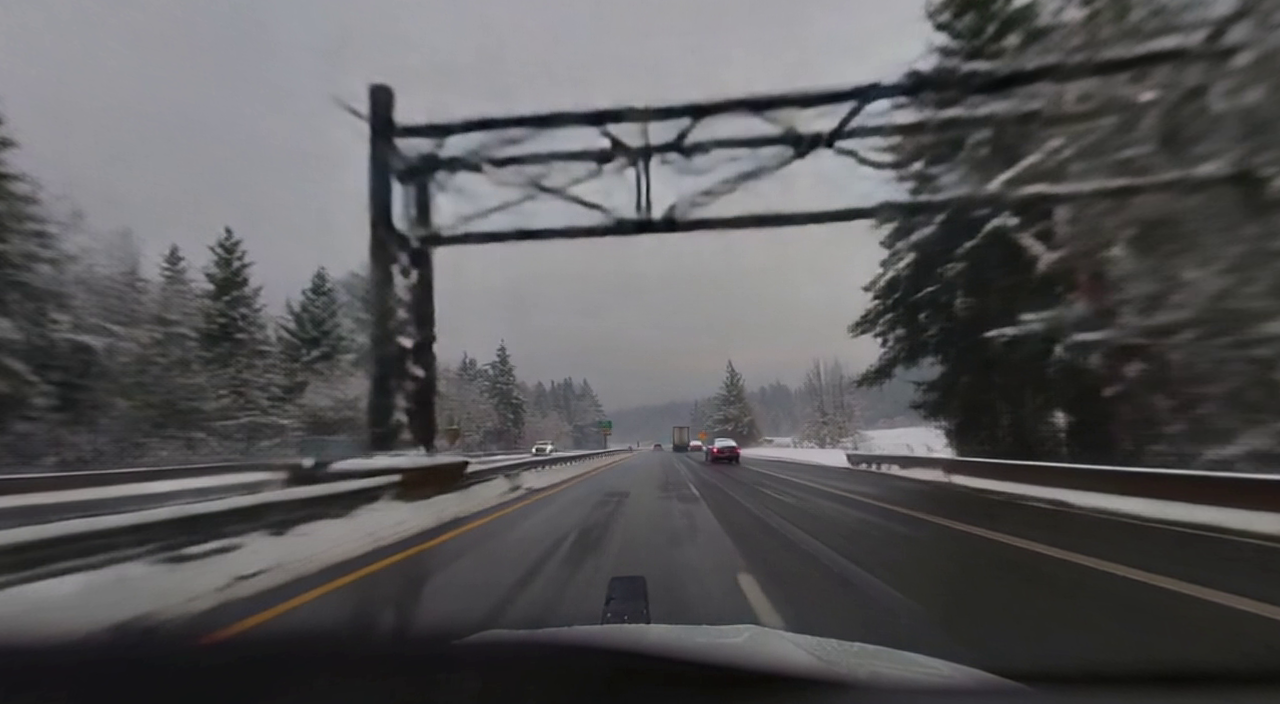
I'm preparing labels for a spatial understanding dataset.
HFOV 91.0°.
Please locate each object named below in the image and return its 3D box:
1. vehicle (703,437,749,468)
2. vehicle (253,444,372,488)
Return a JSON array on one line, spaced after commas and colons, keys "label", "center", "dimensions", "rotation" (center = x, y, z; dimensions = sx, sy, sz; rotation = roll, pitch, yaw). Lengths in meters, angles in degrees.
[{"label": "vehicle", "center": [4.613, 5.448, 34.357], "dimensions": [1.954, 1.550, 4.140], "rotation": [0, -8, 0]}, {"label": "vehicle", "center": [-11.953, 4.158, 23.352], "dimensions": [2.041, 1.469, 4.247], "rotation": [0, -8, 2]}]
